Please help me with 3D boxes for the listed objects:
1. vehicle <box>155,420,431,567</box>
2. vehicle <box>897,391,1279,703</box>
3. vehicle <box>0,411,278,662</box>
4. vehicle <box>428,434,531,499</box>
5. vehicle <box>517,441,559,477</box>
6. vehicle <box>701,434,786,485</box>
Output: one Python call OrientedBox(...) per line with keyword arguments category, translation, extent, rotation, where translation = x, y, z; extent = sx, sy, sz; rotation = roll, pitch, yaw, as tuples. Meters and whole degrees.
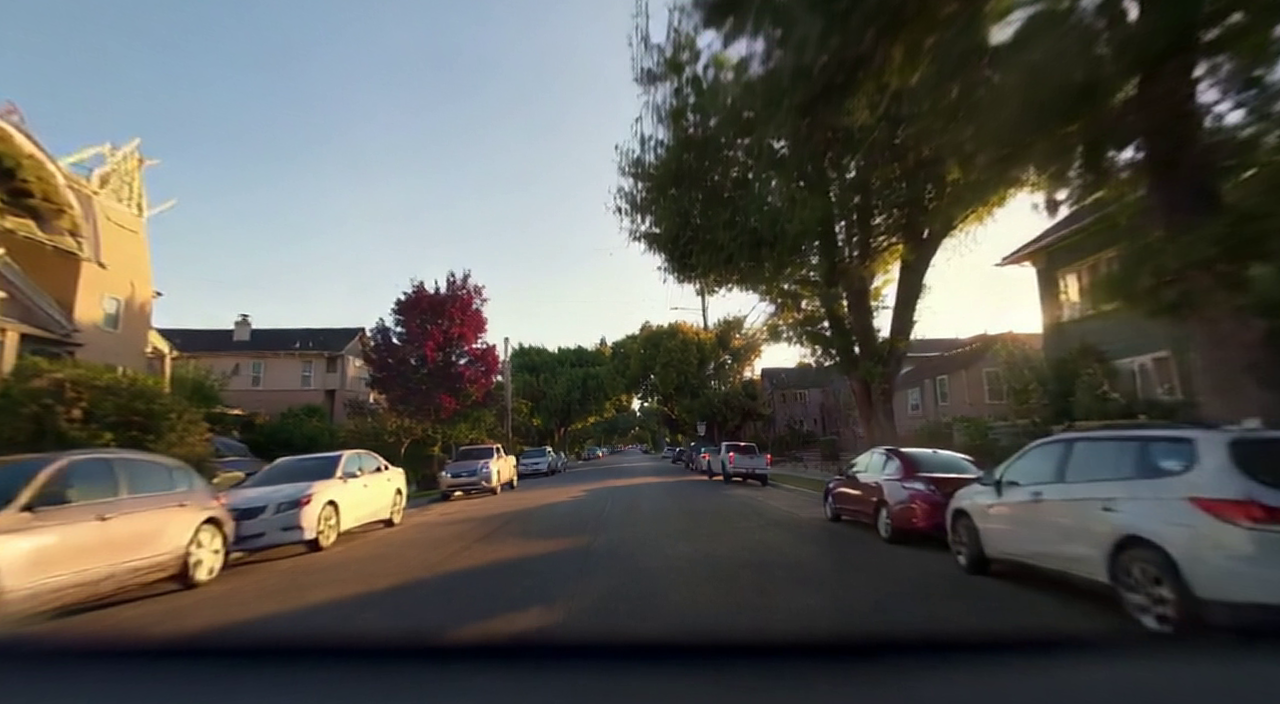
OrientedBox(category="vehicle", translation=(-5.422, 2.227, 10.929), extent=(1.955, 1.844, 5.109), rotation=(-2, -8, -1))
OrientedBox(category="vehicle", translation=(4.196, 1.364, 5.562), extent=(1.979, 1.620, 4.684), rotation=(0, -9, 1))
OrientedBox(category="vehicle", translation=(-5.389, 1.512, 5.685), extent=(1.873, 1.709, 4.206), rotation=(-3, -8, -1))
OrientedBox(category="vehicle", translation=(-5.544, 3.983, 22.686), extent=(2.285, 1.895, 5.883), rotation=(-2, -8, -1))
OrientedBox(category="vehicle", translation=(-5.869, 6.154, 36.764), extent=(2.046, 1.825, 4.627), rotation=(-2, -8, -6))
OrientedBox(category="vehicle", translation=(4.044, 4.349, 25.859), extent=(2.279, 1.848, 5.577), rotation=(1, -9, -3))
